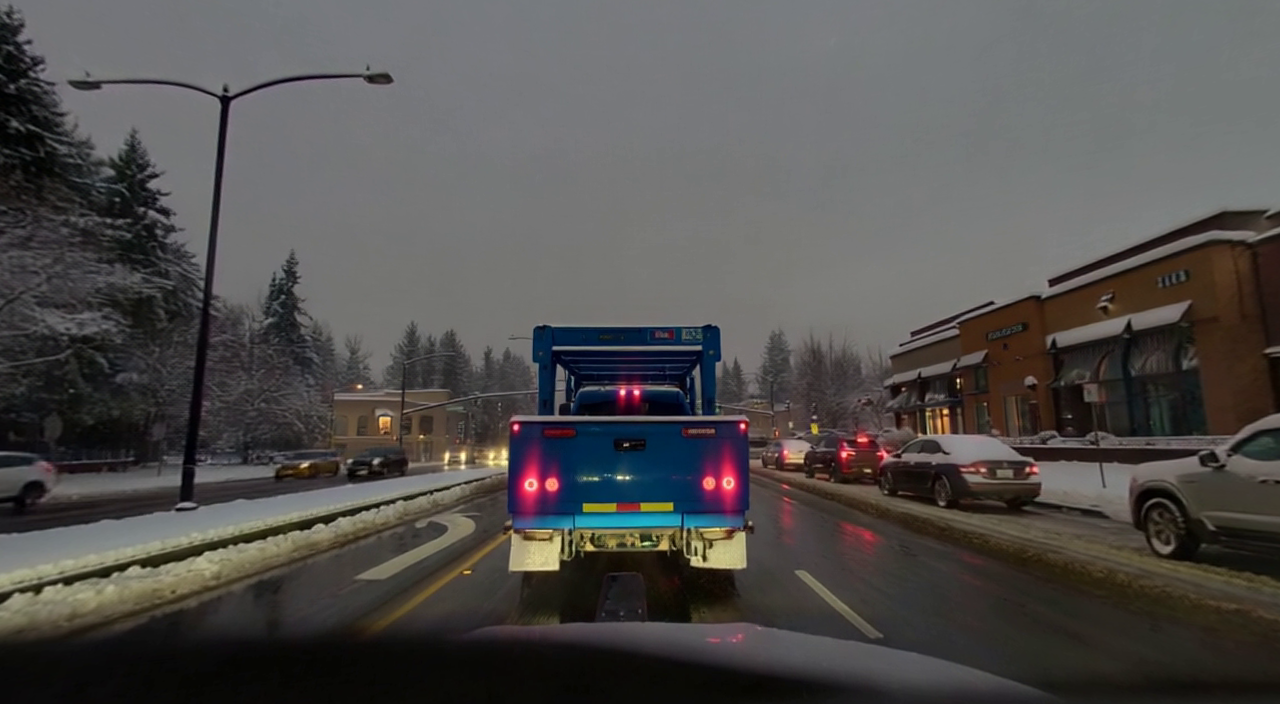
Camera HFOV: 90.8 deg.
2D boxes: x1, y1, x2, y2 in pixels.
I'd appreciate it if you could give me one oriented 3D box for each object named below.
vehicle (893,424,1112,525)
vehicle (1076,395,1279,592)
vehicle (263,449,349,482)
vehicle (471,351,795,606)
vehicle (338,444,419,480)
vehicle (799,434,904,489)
[{"bbox_3d":[7.067,2.413,12.981,1.931,1.692,4.267,0,-9,0],"label":"vehicle"},{"bbox_3d":[6.815,1.329,6.044,2.023,1.771,4.488,0,-9,0],"label":"vehicle"},{"bbox_3d":[-16.052,5.455,30.622,1.805,1.466,4.341,0,-9,0],"label":"vehicle"},{"bbox_3d":[-0.106,1.464,8.198,2.682,2.117,5.706,0,-9,-1],"label":"vehicle"},{"bbox_3d":[-12.457,5.230,30.437,1.928,1.591,4.509,0,-9,0],"label":"vehicle"},{"bbox_3d":[7.062,3.700,21.613,1.953,1.665,4.327,0,-9,-2],"label":"vehicle"}]
